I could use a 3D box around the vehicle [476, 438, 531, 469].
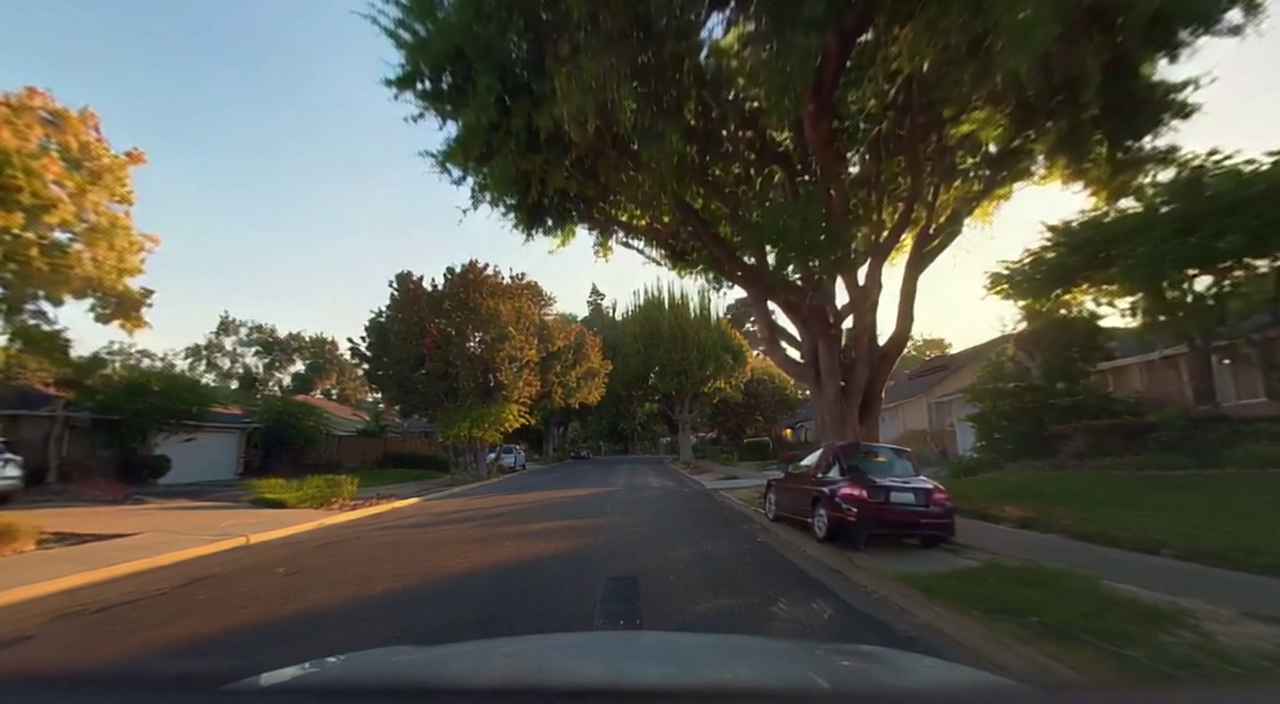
[{"bbox_3d":[-8.595,6.507,40.288,2.352,1.843,4.979,0,-10,0],"label":"vehicle"}]

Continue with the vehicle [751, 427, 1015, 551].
[{"bbox_3d":[3.529,2.130,10.631,2.291,1.546,5.204,0,-9,-1],"label":"vehicle"}]
